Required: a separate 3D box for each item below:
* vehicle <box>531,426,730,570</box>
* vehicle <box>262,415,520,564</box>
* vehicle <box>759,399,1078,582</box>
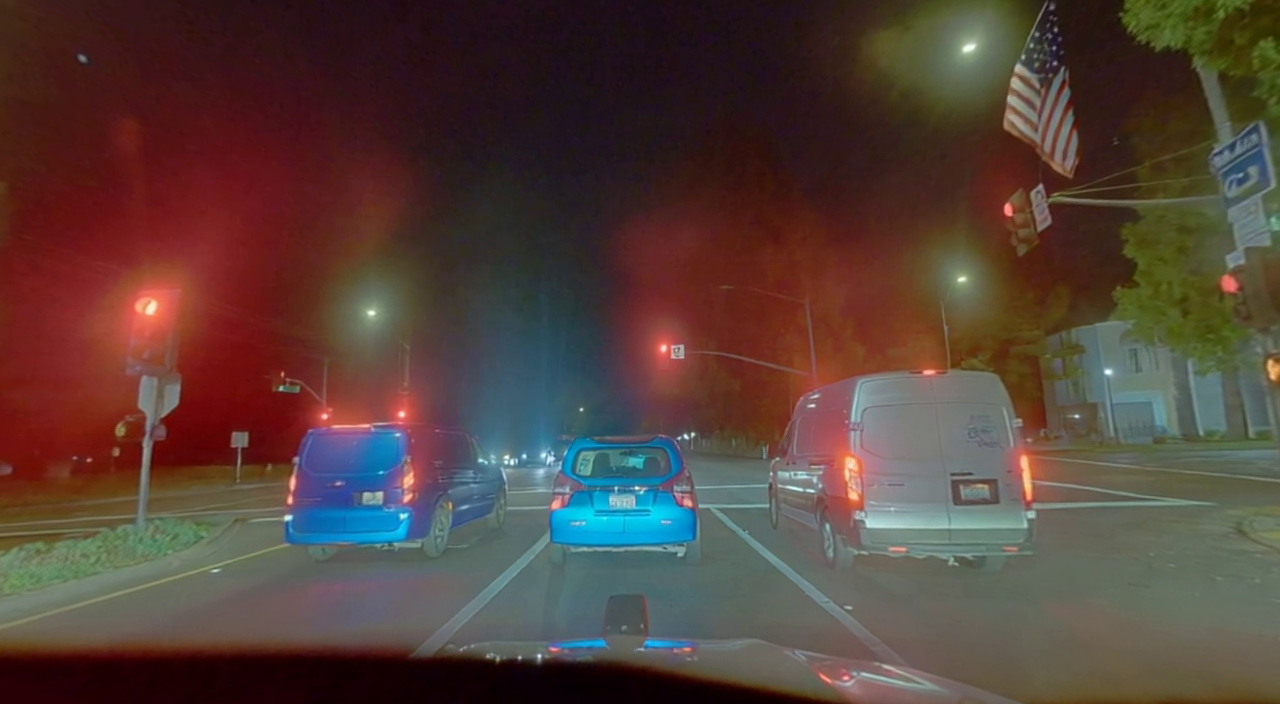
[{"bbox_3d":[-0.128,1.858,8.787,2.098,1.494,4.118,0,-9,-1],"label":"vehicle"},{"bbox_3d":[-3.250,1.877,9.285,2.024,1.677,3.998,0,-9,2],"label":"vehicle"},{"bbox_3d":[3.086,1.660,8.311,2.178,1.746,4.400,0,-9,0],"label":"vehicle"}]
